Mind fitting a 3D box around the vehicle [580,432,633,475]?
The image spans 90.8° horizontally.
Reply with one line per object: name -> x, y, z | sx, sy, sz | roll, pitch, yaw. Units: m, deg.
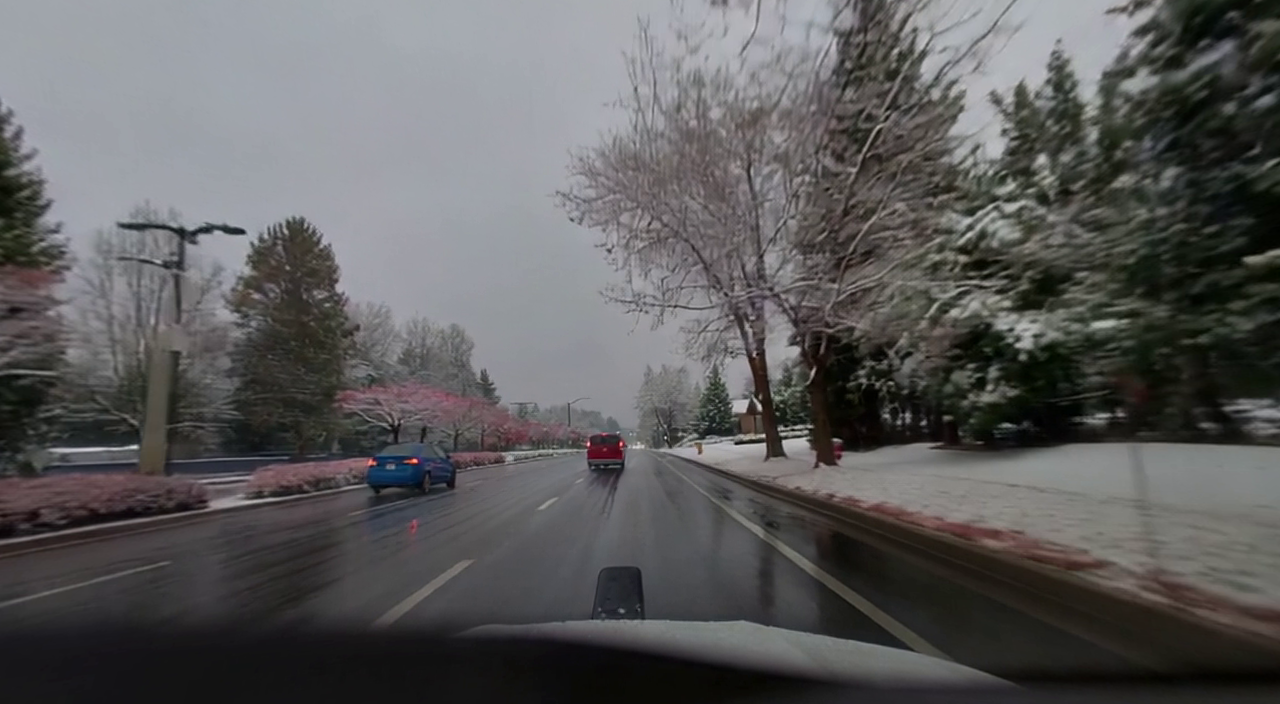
vehicle -> -1.438, 4.569, 28.625 | 2.070, 1.764, 4.552 | -1, -8, 1

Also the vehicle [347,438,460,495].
vehicle -> -7.611, 3.696, 20.878 | 1.993, 1.657, 4.487 | -1, -8, 0
